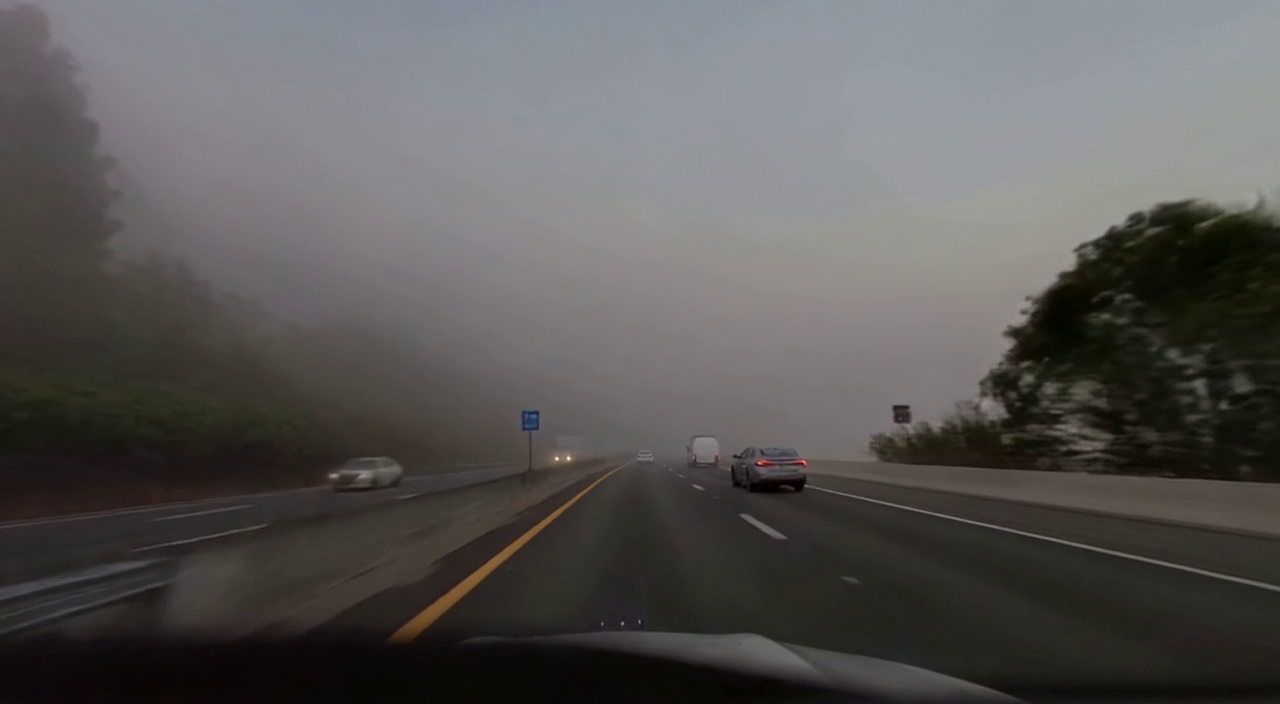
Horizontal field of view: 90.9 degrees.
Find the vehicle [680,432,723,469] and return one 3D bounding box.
[{"bbox_3d":[4.383,7.171,45.872,2.423,2.517,5.055,0,-9,-2],"label":"vehicle"}]

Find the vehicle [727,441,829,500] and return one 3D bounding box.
[{"bbox_3d":[3.945,3.442,18.735,2.043,1.542,3.881,0,-9,-1],"label":"vehicle"}]
